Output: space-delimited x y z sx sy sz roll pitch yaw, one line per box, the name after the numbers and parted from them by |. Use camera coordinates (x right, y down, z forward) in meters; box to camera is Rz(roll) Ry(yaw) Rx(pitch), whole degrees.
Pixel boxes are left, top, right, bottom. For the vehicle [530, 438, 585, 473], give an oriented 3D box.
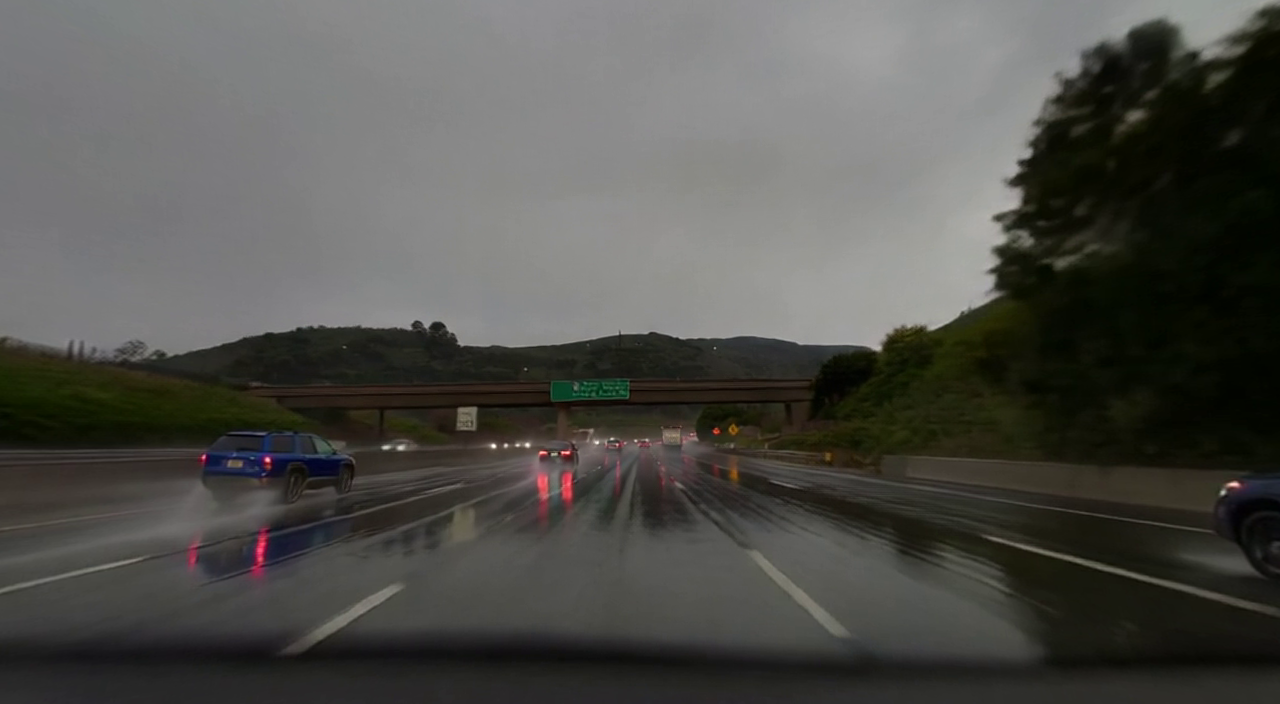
-3.725 4.749 29.167 1.925 1.509 4.363 0 -8 0 | vehicle

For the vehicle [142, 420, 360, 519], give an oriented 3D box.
-7.681 2.340 13.081 1.860 1.694 4.173 0 -8 -1 | vehicle
